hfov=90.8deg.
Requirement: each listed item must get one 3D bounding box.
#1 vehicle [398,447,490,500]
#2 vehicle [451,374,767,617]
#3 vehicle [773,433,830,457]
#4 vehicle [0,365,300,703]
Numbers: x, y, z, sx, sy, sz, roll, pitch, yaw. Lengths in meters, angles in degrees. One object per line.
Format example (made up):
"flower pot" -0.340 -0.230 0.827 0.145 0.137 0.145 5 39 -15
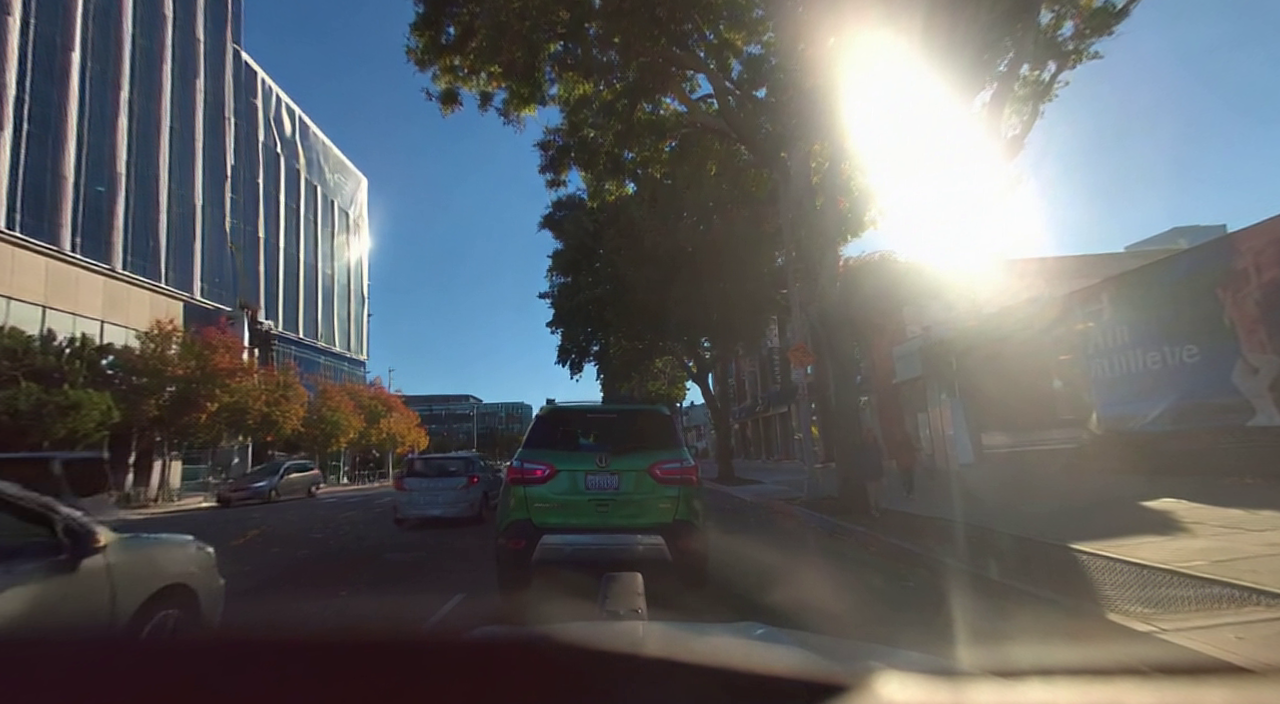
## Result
"vehicle" -6.024 3.743 19.992 1.876 1.448 4.464 1 -8 -6
"vehicle" -0.337 1.464 7.358 2.531 1.930 4.382 0 -8 -3
"vehicle" 10.421 5.989 40.662 1.877 1.416 3.965 -8 -12 40
"vehicle" -3.300 0.871 2.149 1.971 1.658 4.428 0 -8 -3
